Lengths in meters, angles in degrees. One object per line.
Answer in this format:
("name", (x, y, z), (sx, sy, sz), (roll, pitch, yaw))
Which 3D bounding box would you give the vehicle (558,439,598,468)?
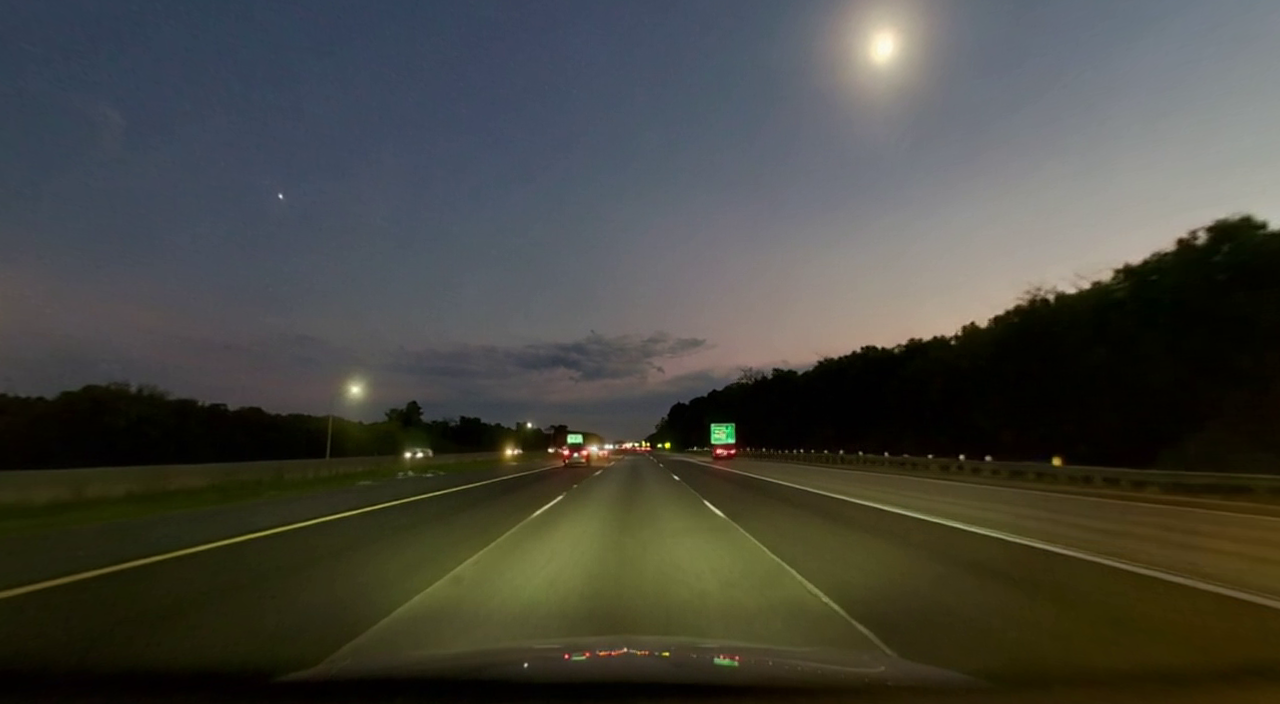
("vehicle", (-3.936, 6.554, 40.971), (2.114, 1.774, 4.427), (0, -9, 0))

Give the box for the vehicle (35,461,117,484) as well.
("vehicle", (-43.160, 9.192, 48.457), (1.820, 1.584, 4.568), (-1, -9, 5))
